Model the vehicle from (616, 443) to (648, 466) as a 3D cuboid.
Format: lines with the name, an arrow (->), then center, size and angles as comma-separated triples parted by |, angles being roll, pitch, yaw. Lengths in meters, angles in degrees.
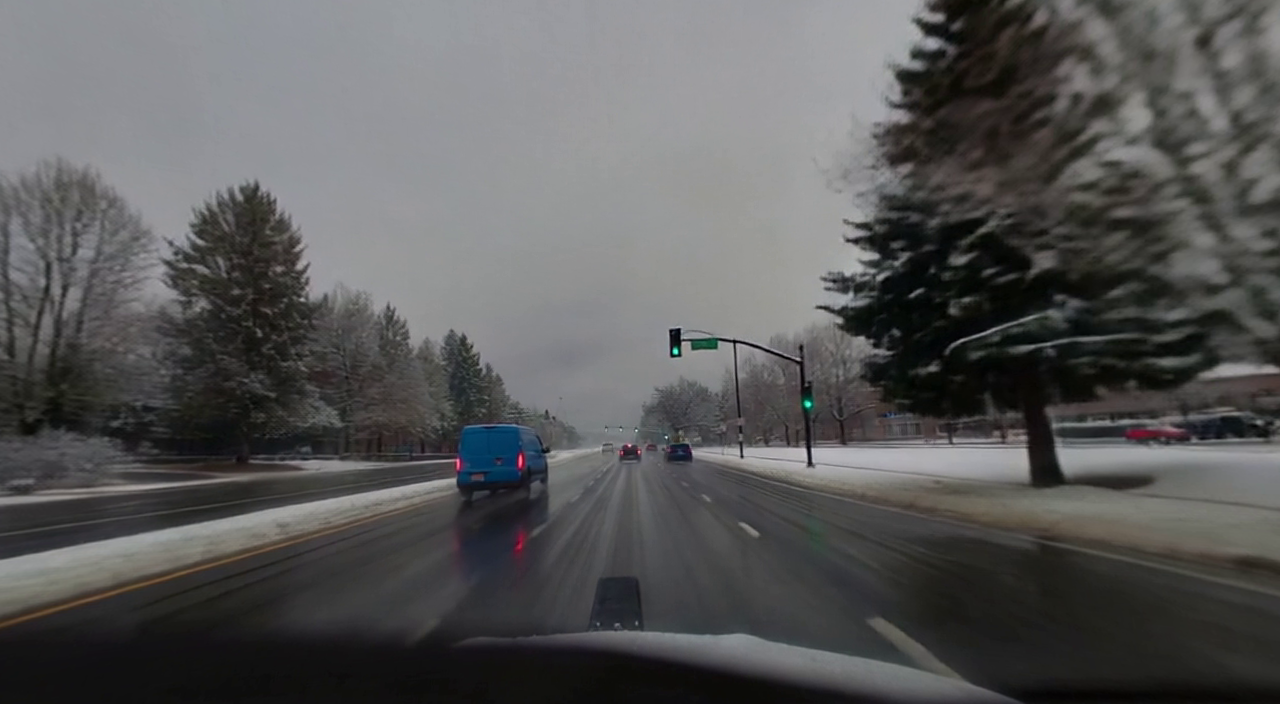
vehicle -> -0.570, 6.947, 43.080 | 2.039, 1.455, 3.826 | 0, -8, -2

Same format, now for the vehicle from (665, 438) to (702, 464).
vehicle -> 3.050, 7.063, 45.117 | 2.181, 1.781, 4.257 | 0, -8, -2

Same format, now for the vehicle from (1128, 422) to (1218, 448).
vehicle -> 34.210, 5.355, 40.624 | 3.874, 1.412, 1.851 | -4, -9, 5

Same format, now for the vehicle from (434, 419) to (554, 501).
vehicle -> -3.660, 2.833, 16.874 | 2.075, 1.863, 4.744 | 0, -9, 0
